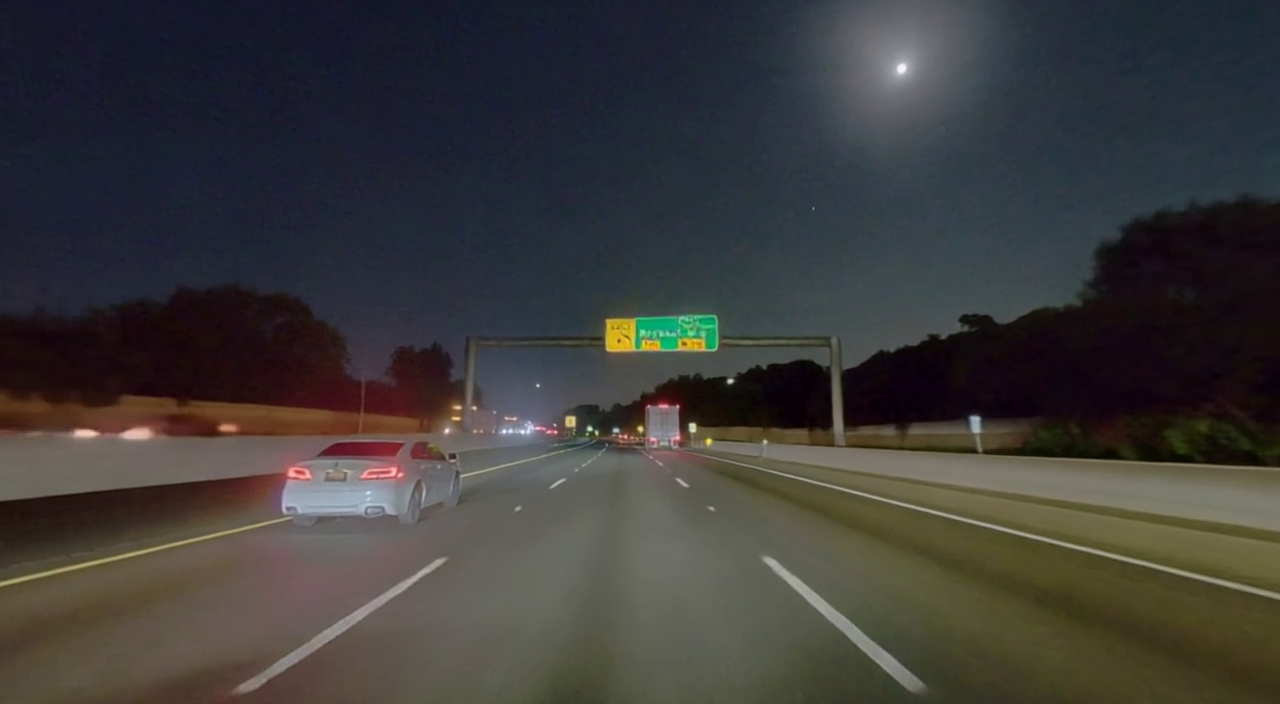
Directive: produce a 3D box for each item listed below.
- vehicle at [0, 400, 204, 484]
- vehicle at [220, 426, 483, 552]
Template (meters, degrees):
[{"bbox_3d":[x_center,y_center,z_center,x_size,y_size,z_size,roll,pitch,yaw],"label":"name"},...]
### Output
[{"bbox_3d":[-11.923,1.878,13.314,2.086,1.449,4.745,0,-8,-1],"label":"vehicle"},{"bbox_3d":[-3.916,1.886,9.584,1.971,1.444,4.401,0,-8,-1],"label":"vehicle"}]
